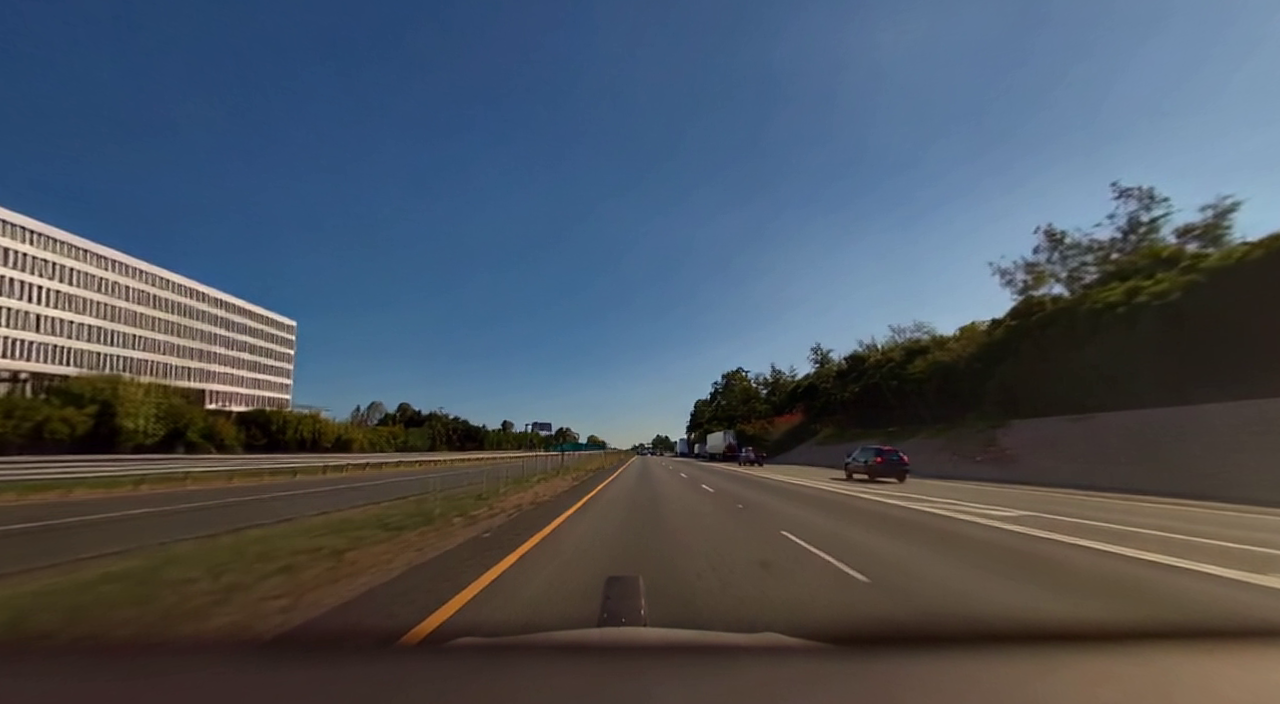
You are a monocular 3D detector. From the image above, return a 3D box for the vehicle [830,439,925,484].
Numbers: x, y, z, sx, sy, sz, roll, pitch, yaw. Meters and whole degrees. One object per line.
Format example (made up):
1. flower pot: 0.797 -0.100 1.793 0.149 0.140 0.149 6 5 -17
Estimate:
1. vehicle: 10.171 4.727 27.485 2.129 1.735 4.880 0 -9 -1
